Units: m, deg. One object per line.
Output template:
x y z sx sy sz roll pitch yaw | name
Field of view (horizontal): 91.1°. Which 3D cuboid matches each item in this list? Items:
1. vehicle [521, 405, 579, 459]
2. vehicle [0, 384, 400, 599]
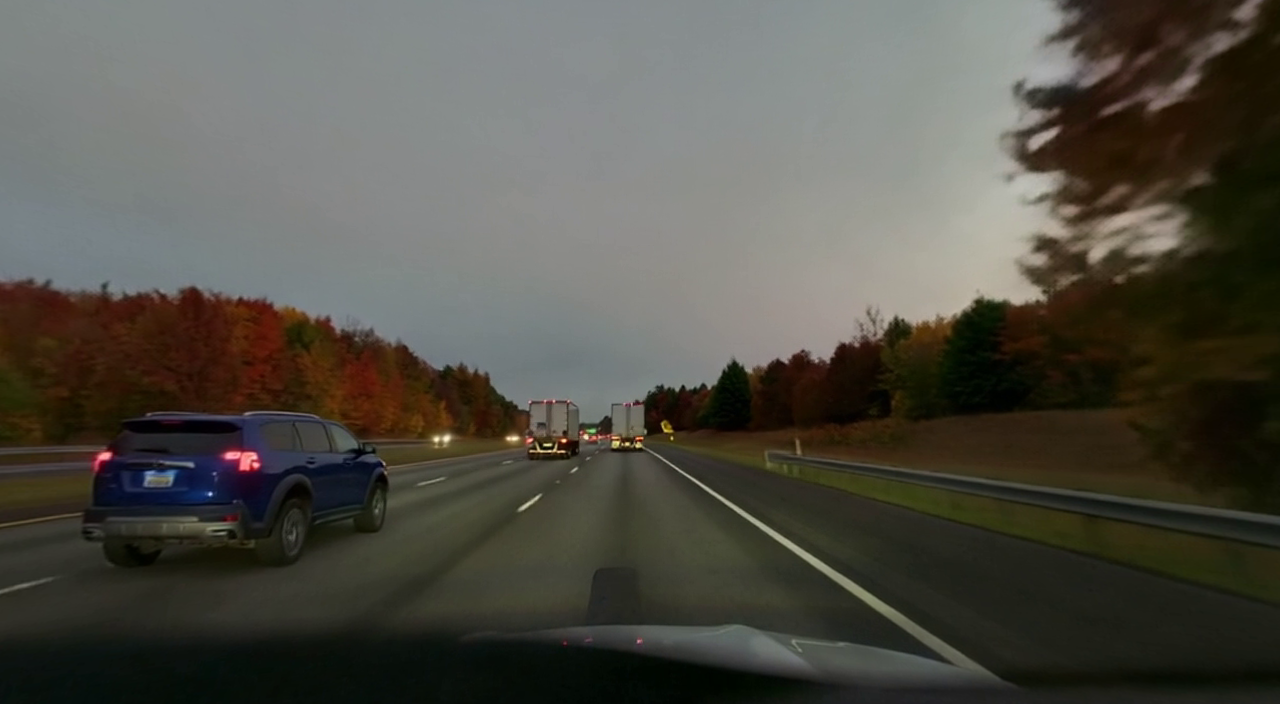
-4.817 4.441 34.735 2.383 2.726 5.677 0 -8 0 | vehicle
-4.668 1.391 7.232 2.089 1.669 4.515 0 -8 -1 | vehicle
